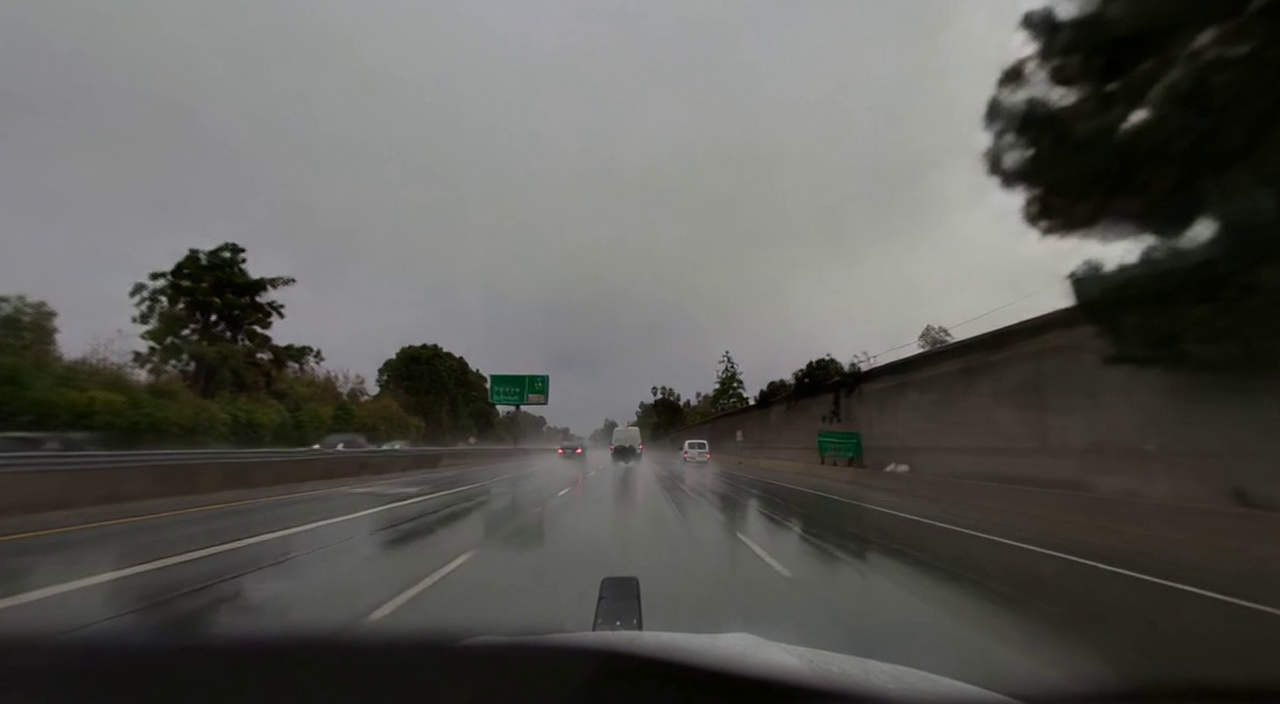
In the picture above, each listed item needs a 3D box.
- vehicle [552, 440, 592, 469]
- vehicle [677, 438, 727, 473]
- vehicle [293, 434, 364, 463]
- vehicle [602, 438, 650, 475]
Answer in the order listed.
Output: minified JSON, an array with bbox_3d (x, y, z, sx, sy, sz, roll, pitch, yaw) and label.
[{"bbox_3d":[-4.200,6.448,39.791,2.023,1.709,4.263,0,-8,0],"label":"vehicle"},{"bbox_3d":[3.304,5.642,34.719,2.160,1.759,4.214,0,-8,-2],"label":"vehicle"},{"bbox_3d":[-17.893,5.587,36.526,2.204,1.562,3.751,0,-8,-1],"label":"vehicle"},{"bbox_3d":[-0.716,5.391,32.767,2.297,1.783,4.355,0,-8,-1],"label":"vehicle"}]
